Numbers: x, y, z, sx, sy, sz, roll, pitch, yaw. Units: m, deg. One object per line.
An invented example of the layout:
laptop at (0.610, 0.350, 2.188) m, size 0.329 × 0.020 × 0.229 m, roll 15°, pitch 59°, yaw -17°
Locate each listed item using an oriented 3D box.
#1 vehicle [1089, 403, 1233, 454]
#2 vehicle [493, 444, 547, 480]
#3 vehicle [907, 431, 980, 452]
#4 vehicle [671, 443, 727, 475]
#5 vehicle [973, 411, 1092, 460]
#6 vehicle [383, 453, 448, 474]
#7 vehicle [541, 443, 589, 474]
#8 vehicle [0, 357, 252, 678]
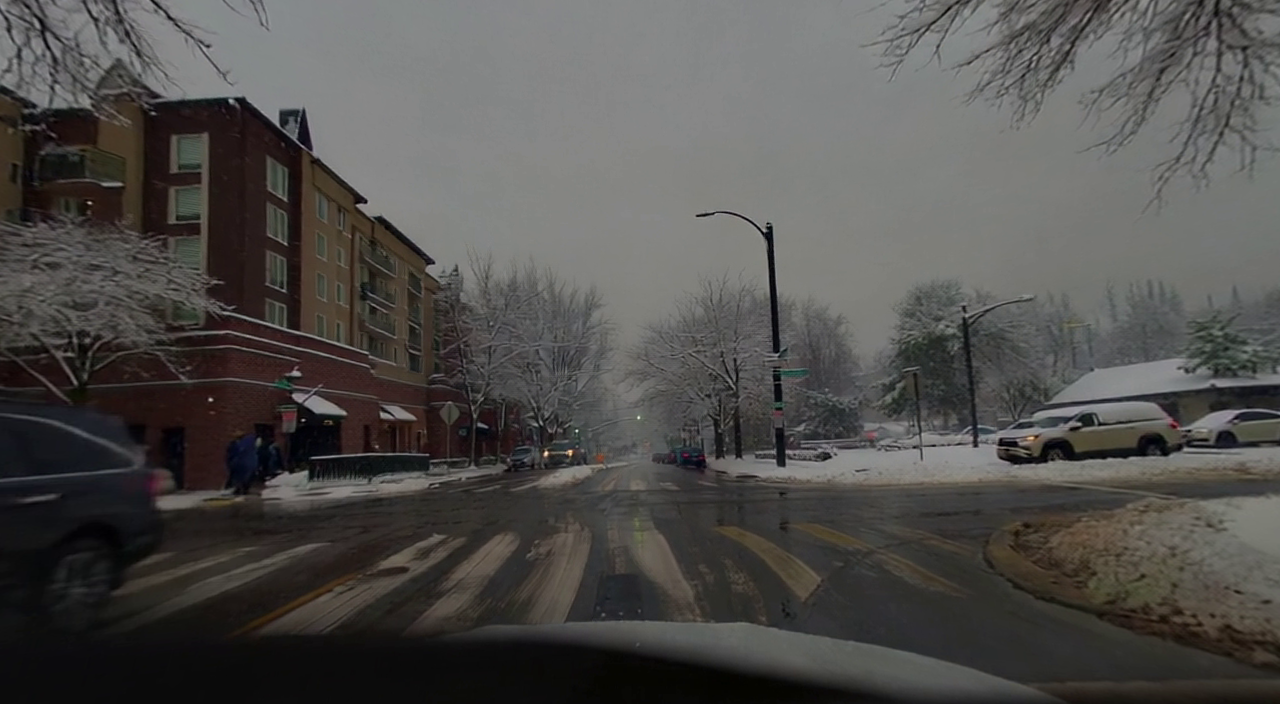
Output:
vehicle at (22.315, 3.398, 27.433) m, size 2.137 × 1.962 × 4.988 m, roll -1°, pitch -9°, yaw 3°
vehicle at (-7.601, 7.013, 40.567) m, size 2.193 × 1.814 × 5.061 m, roll -9°, pitch -9°, yaw 0°
vehicle at (23.033, 6.817, 48.078) m, size 4.528 × 1.475 × 2.070 m, roll -1°, pitch -8°, yaw 3°
vehicle at (3.191, 5.676, 33.728) m, size 1.942 × 1.603 × 3.785 m, roll -4°, pitch -9°, yaw 22°
vehicle at (16.753, 3.654, 27.288) m, size 2.041 × 1.921 × 4.574 m, roll 0°, pitch -9°, yaw -2°
vehicle at (-16.895, 8.382, 47.647) m, size 4.203 × 1.544 × 1.889 m, roll 0°, pitch -8°, yaw 1°
vehicle at (-4.425, 6.348, 37.951) m, size 2.102 × 1.768 × 4.290 m, roll -1°, pitch -8°, yaw 3°
vehicle at (-5.008, 0.958, 3.078) m, size 2.395 × 1.865 × 5.982 m, roll -5°, pitch -9°, yaw 1°
